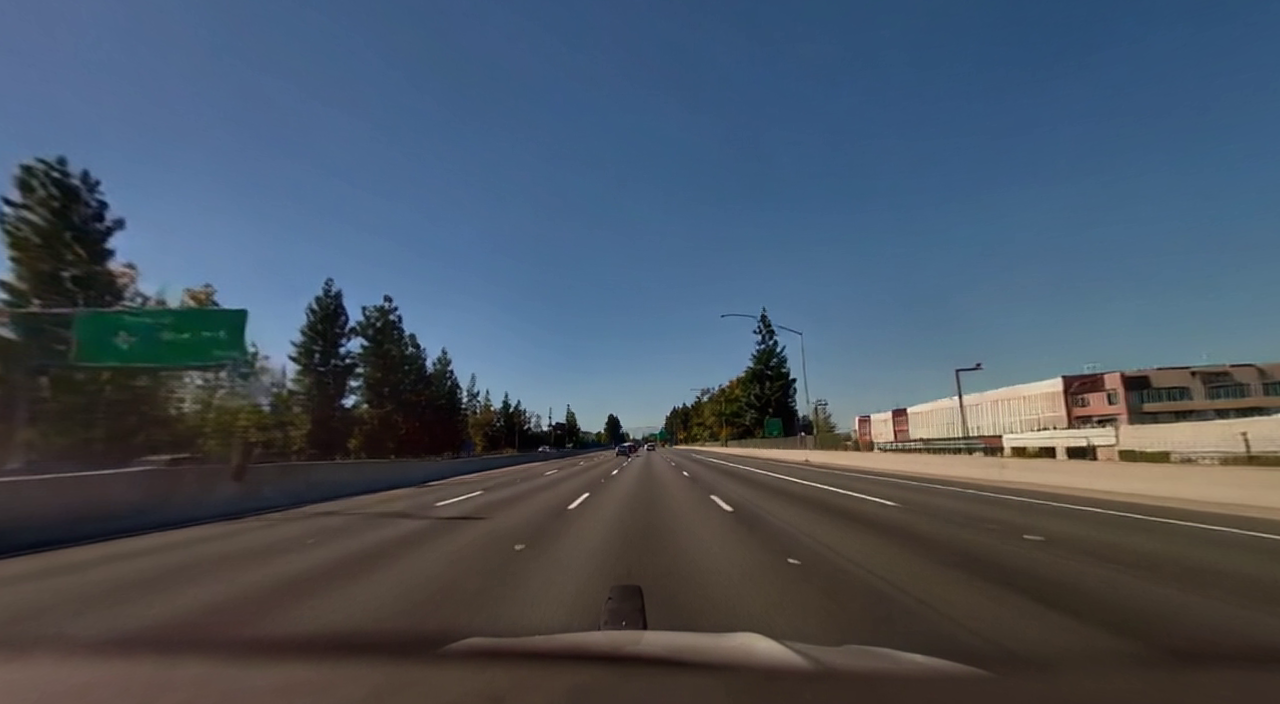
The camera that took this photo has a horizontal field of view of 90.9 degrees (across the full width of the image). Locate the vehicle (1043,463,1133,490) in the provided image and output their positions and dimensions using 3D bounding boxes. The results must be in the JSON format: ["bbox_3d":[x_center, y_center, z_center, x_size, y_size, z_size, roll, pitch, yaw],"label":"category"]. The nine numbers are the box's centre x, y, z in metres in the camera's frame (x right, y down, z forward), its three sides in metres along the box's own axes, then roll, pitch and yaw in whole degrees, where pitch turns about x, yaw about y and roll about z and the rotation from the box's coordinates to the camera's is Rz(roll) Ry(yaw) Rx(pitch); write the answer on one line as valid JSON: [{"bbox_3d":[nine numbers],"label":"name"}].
[{"bbox_3d":[26.929,7.479,37.992,4.085,1.445,1.752,-1,-8,-3],"label":"vehicle"}]
